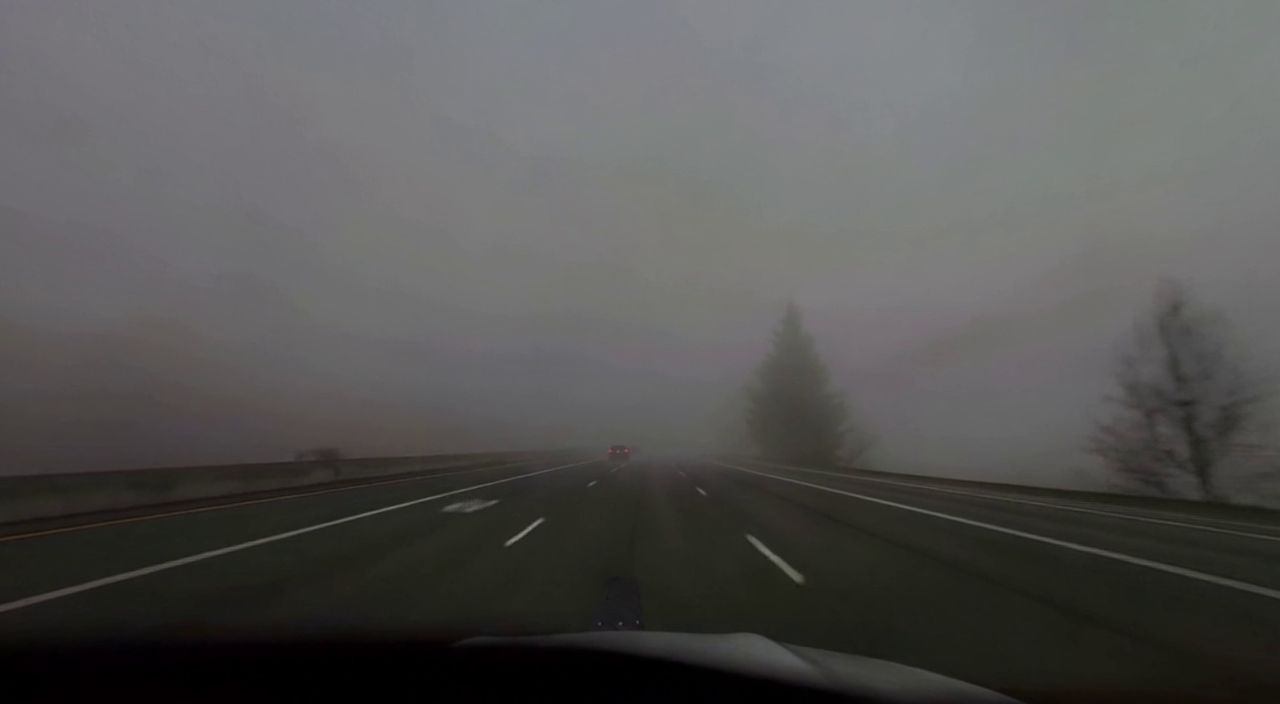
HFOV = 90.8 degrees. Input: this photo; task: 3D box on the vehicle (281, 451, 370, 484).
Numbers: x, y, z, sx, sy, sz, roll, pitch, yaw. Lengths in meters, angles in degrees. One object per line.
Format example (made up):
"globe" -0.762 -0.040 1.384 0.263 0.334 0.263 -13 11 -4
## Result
"vehicle" -15.425 5.659 31.224 1.942 1.447 4.509 -1 -9 2
